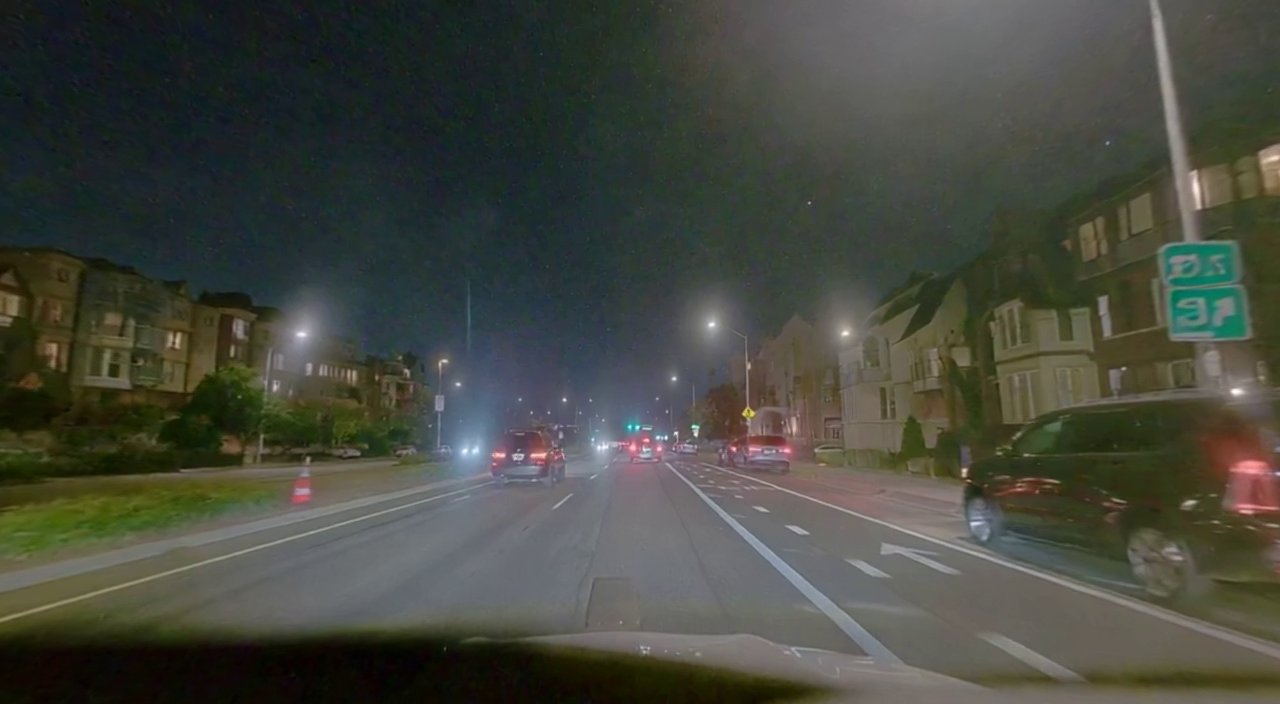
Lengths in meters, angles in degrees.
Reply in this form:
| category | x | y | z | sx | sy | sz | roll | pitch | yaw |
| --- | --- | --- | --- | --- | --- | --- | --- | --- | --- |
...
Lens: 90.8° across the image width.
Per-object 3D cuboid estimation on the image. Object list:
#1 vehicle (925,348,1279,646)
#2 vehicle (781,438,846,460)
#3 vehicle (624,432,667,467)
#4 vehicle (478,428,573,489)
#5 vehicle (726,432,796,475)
| category | x | y | z | sx | sy | sz | roll | pitch | yaw |
| --- | --- | --- | --- | --- | --- | --- | --- | --- | --- |
| vehicle | 5.590 | 1.319 | 6.484 | 2.473 | 2.021 | 5.883 | 0 | -9 | -1 |
| vehicle | 13.343 | 7.497 | 48.737 | 4.443 | 1.631 | 1.947 | 0 | -9 | -3 |
| vehicle | 0.301 | 5.609 | 36.315 | 2.273 | 1.851 | 5.075 | 0 | -9 | 0 |
| vehicle | -3.628 | 3.499 | 20.971 | 2.233 | 1.775 | 4.491 | 0 | -9 | 1 |
| vehicle | 5.725 | 4.886 | 30.673 | 2.217 | 1.874 | 5.660 | 0 | -9 | 0 |
